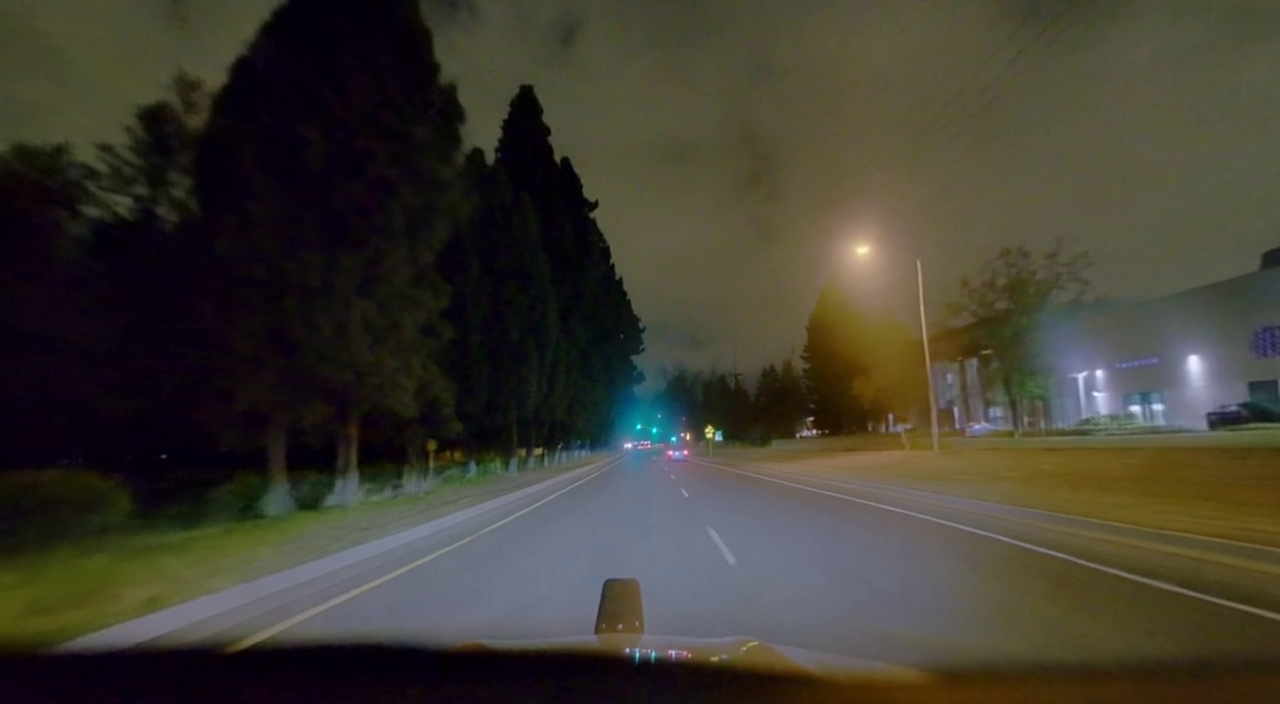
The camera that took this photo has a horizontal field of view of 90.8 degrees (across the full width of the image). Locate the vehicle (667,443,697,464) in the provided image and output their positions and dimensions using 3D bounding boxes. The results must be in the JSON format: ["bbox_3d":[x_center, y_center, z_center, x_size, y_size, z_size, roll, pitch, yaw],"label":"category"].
[{"bbox_3d":[3.200,7.801,48.657,1.925,1.488,4.271,0,-8,-1],"label":"vehicle"}]
